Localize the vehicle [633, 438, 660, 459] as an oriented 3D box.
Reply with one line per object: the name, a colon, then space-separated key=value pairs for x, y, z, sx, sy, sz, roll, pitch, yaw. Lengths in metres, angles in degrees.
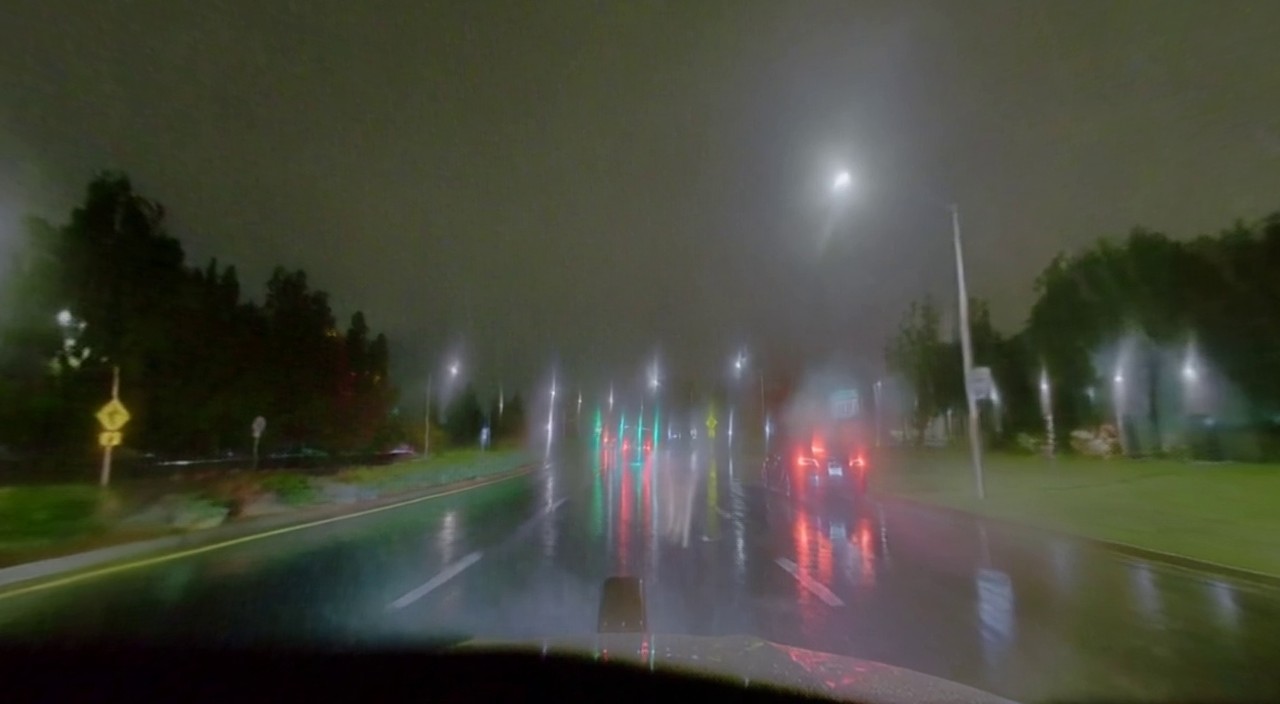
vehicle: x=0.499 y=7.657 z=49.810 sx=2.095 sy=1.548 sz=4.264 roll=0 pitch=-8 yaw=0

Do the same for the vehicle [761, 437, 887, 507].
vehicle: x=4.482 y=2.960 z=16.022 sx=1.913 sy=1.516 sz=4.322 roll=0 pitch=-9 yaw=0
